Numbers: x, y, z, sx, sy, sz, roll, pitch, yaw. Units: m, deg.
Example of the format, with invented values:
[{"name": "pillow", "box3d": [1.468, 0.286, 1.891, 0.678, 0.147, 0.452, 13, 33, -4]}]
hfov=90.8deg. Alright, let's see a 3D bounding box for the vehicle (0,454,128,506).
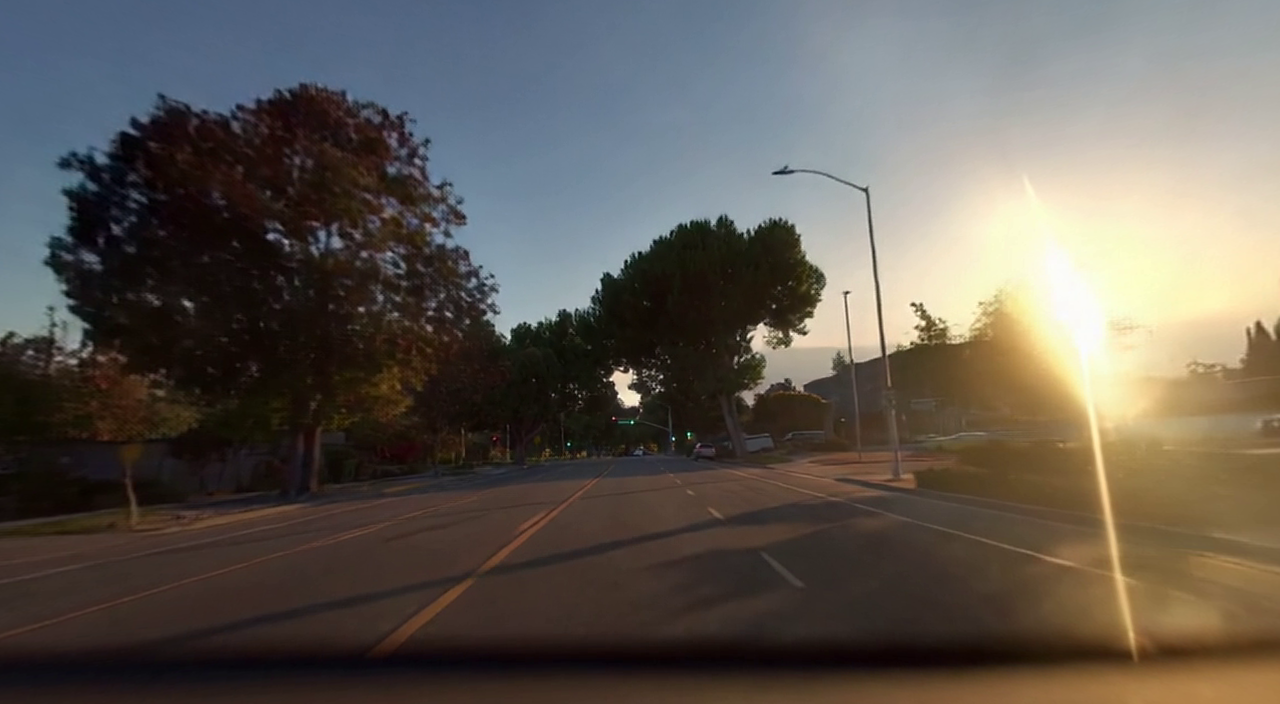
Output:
[{"name": "vehicle", "box3d": [-26.444, 5.535, 27.352, 6.500, 1.985, 2.363, 5, -10, -38]}]
